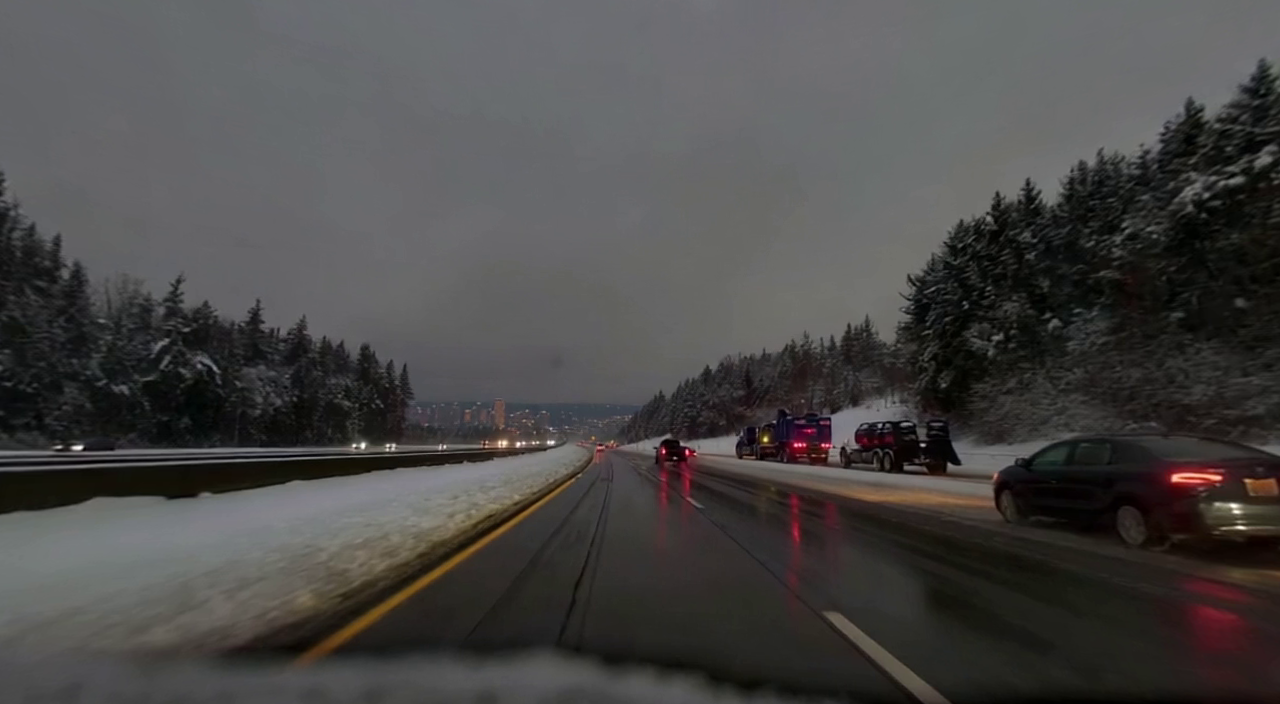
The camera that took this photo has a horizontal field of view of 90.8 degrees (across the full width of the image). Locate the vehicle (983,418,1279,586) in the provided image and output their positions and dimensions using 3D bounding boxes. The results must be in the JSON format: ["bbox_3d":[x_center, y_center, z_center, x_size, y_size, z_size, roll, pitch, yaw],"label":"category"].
[{"bbox_3d":[6.810,1.712,8.144,2.106,1.519,4.560,0,-8,-2],"label":"vehicle"}]

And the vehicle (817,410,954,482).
[{"bbox_3d":[10.091,3.983,26.949,2.873,2.663,6.922,0,-8,-2],"label":"vehicle"}]

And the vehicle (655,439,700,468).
[{"bbox_3d":[2.328,6.499,40.508,2.305,1.729,4.526,0,-8,-4],"label":"vehicle"}]
